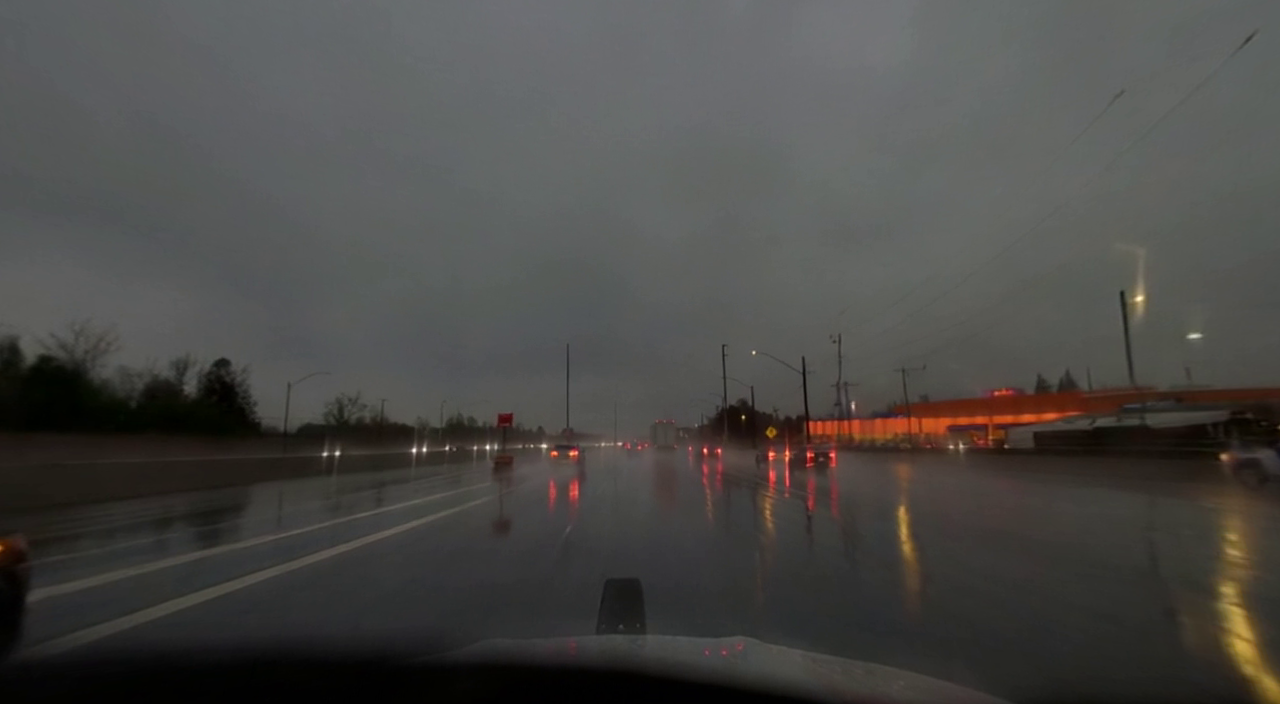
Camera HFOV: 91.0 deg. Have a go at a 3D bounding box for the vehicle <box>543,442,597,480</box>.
[{"bbox_3d":[-2.984,4.724,27.640,1.929,1.521,4.097,0,-9,0],"label":"vehicle"}]

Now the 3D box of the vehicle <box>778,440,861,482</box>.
[{"bbox_3d":[7.089,4.337,25.385,1.980,1.501,4.433,0,-9,-1],"label":"vehicle"}]
